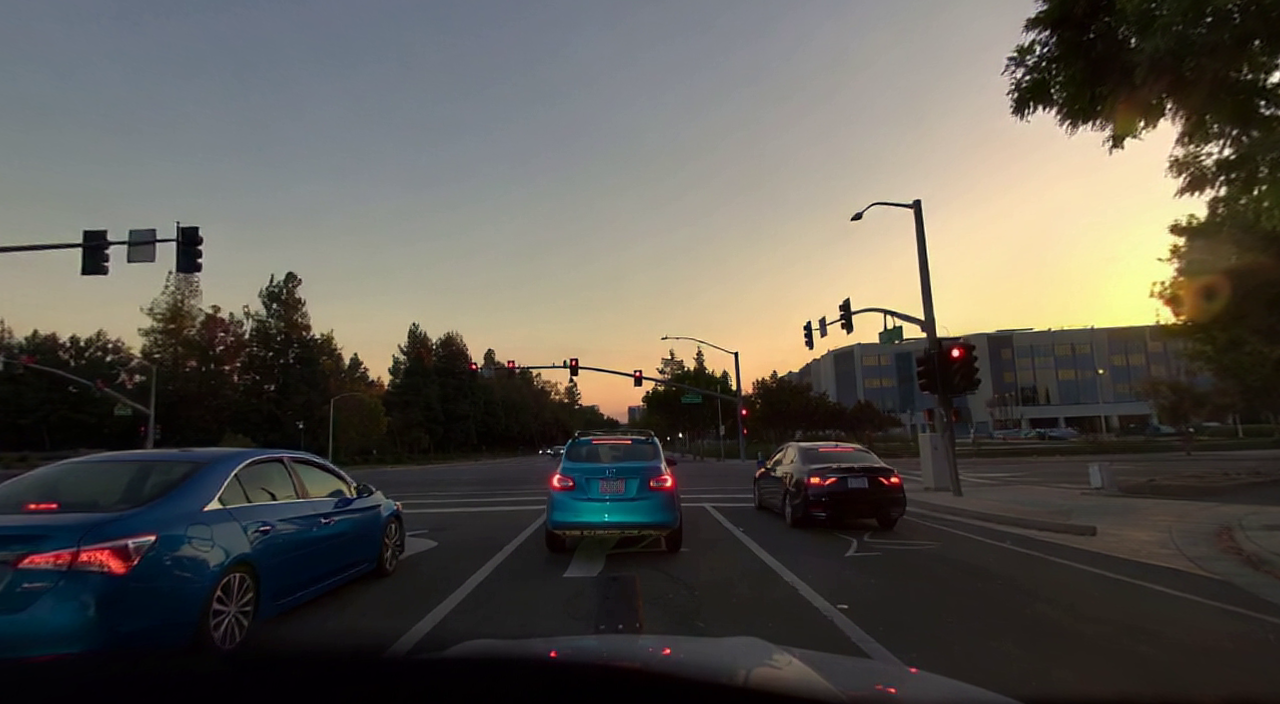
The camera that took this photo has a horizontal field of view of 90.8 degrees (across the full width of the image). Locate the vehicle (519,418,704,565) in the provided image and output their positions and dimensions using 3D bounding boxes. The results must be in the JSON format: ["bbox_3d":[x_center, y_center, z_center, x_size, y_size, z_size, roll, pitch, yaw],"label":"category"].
[{"bbox_3d":[-0.348,1.833,8.987,2.038,1.599,3.844,0,-8,-1],"label":"vehicle"}]

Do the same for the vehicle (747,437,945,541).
[{"bbox_3d":[3.295,2.274,11.196,1.970,1.449,4.433,0,-8,-1],"label":"vehicle"}]

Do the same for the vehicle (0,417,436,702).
[{"bbox_3d":[-3.578,1.421,5.602,2.052,1.472,4.479,0,-8,0],"label":"vehicle"}]
